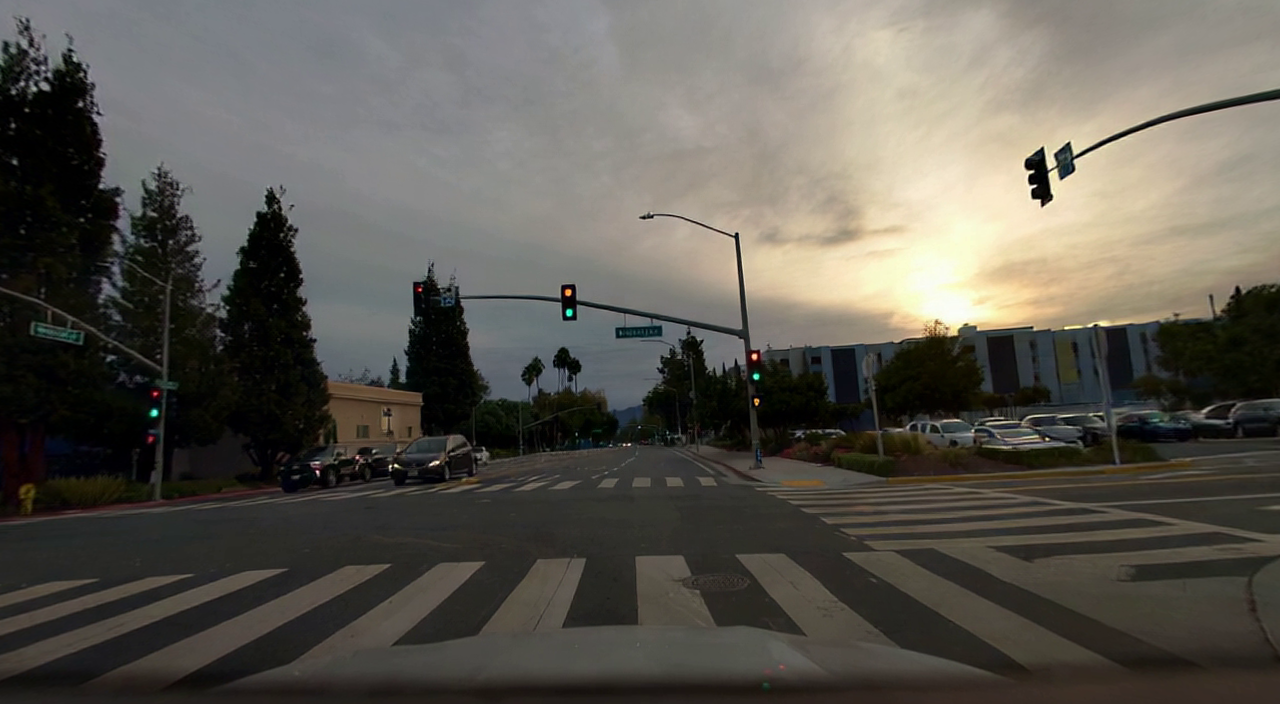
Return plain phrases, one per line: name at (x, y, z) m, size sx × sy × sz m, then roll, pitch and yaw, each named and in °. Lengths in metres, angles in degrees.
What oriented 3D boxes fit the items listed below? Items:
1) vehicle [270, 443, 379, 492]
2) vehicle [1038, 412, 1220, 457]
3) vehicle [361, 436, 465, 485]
vehicle at (-13.789, 5.060, 28.063) m, size 2.306 × 1.957 × 4.968 m, roll 0°, pitch -9°, yaw -1°
vehicle at (16.903, 2.912, 22.131) m, size 4.560 × 1.453 × 1.851 m, roll -3°, pitch -9°, yaw 18°
vehicle at (-10.156, 4.925, 28.989) m, size 2.664 × 1.940 × 5.702 m, roll -1°, pitch -9°, yaw 0°
